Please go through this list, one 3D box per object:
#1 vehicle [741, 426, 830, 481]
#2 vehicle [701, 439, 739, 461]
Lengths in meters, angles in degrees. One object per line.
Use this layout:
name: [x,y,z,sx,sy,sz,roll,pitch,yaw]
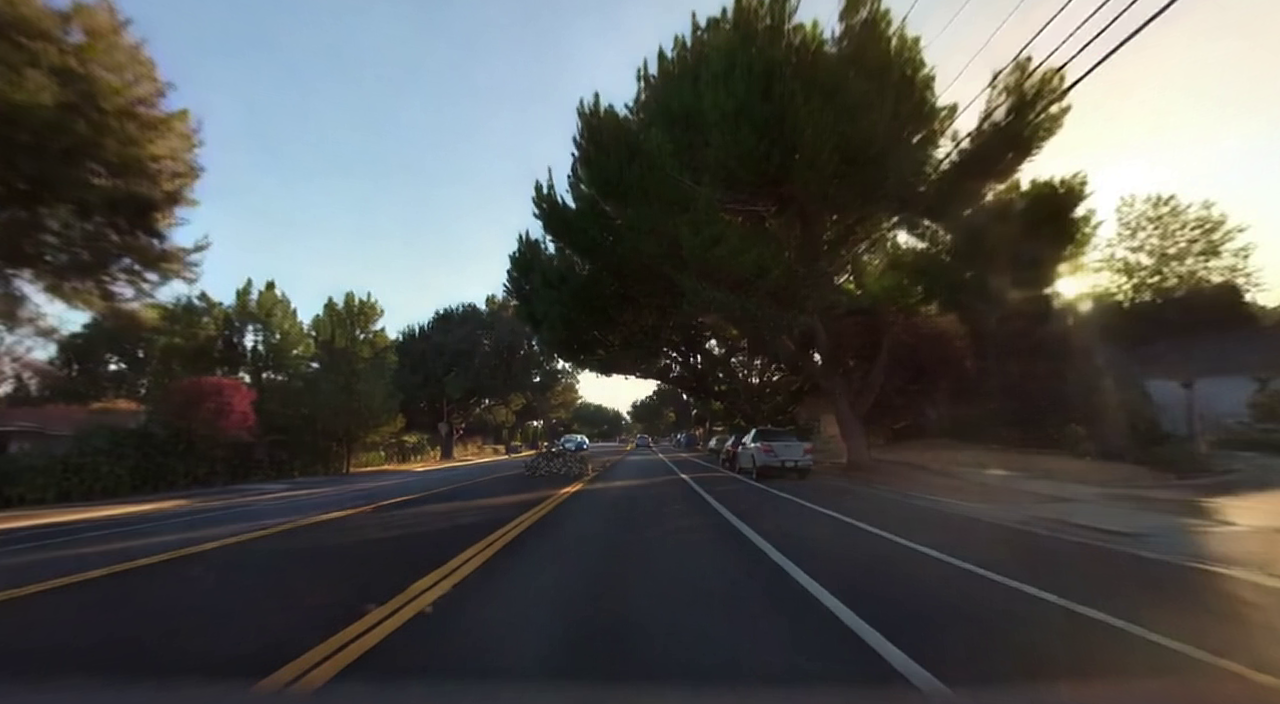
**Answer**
vehicle: [5.223,3.728,23.401,2.160,1.800,4.646,0,-8,0]
vehicle: [5.588,6.952,44.673,1.935,1.453,4.488,0,-8,-3]
